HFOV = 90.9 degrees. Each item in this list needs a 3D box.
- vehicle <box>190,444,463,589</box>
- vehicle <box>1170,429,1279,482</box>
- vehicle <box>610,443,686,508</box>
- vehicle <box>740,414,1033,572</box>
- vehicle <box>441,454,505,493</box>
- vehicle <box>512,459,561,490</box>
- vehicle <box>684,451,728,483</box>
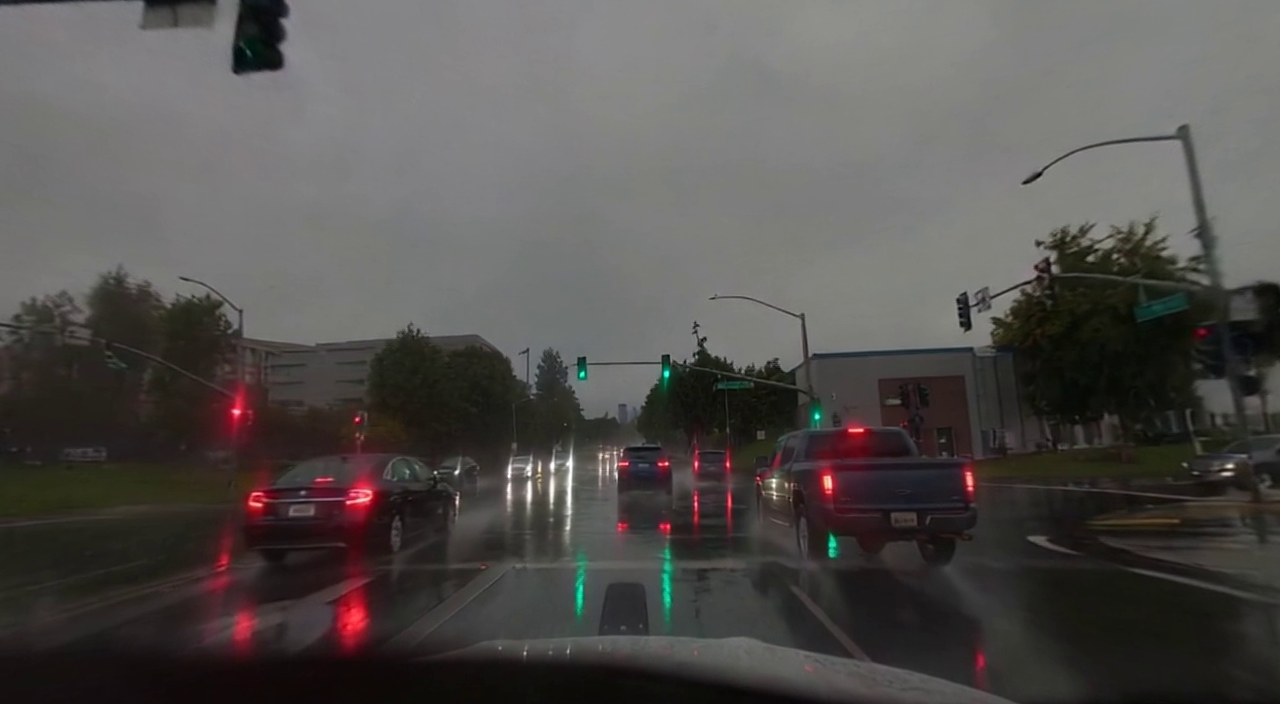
[{"bbox_3d":[-3.935,2.067,9.028,1.909,1.476,4.751,1,-8,-6],"label":"vehicle"},{"bbox_3d":[25.048,4.095,25.259,5.370,1.974,2.299,-1,-9,3],"label":"vehicle"},{"bbox_3d":[0.262,3.722,19.544,2.113,1.768,3.901,0,-8,1],"label":"vehicle"},{"bbox_3d":[3.404,2.111,10.515,2.571,1.857,5.841,0,-8,0],"label":"vehicle"},{"bbox_3d":[-8.920,6.502,34.104,2.069,1.717,4.658,-4,-9,1],"label":"vehicle"},{"bbox_3d":[-5.526,6.596,34.074,1.882,1.342,3.755,-4,-9,1],"label":"vehicle"},{"bbox_3d":[4.321,7.585,42.091,2.408,1.908,5.355,0,-8,0],"label":"vehicle"}]
